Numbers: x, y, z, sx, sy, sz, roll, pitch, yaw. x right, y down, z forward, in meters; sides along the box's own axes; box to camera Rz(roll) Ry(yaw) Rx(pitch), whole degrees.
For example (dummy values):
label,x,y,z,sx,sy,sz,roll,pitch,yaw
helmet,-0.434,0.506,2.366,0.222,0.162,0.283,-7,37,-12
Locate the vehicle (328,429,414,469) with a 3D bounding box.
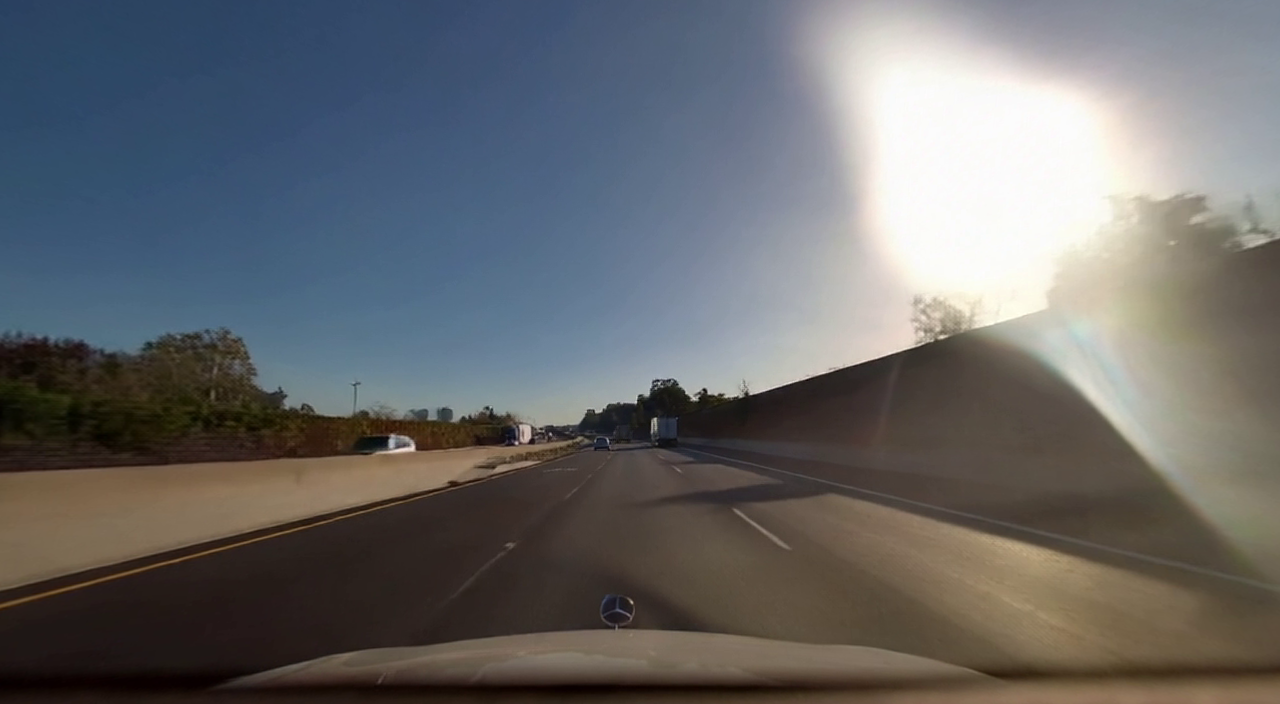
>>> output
label,x,y,z,sx,sy,sz,roll,pitch,yaw
vehicle,-12.864,4.687,30.482,2.078,1.746,4.785,0,-8,-1
